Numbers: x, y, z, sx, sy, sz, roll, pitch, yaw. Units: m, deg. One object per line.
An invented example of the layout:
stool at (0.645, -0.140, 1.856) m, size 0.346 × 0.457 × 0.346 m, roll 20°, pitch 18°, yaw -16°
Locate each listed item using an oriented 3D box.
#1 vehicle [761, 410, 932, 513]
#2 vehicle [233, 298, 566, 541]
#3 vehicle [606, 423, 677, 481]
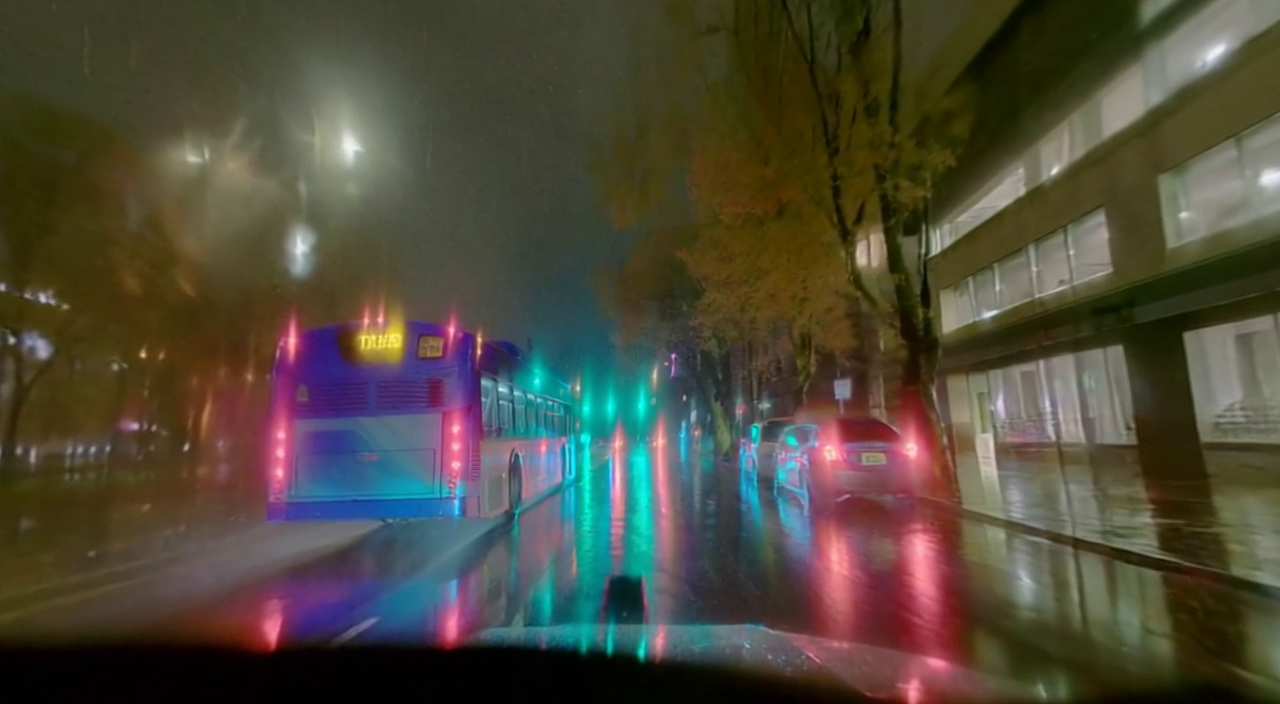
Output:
vehicle at (4.038, 2.254, 13.320) m, size 2.138 × 1.787 × 4.522 m, roll 0°, pitch -8°, yaw 1°
vehicle at (-3.305, 1.458, 11.777) m, size 2.920 × 2.884 × 8.588 m, roll 0°, pitch -9°, yaw -1°
vehicle at (0.072, 3.296, 20.950) m, size 2.120 × 1.727 × 3.917 m, roll 0°, pitch -8°, yaw 1°
